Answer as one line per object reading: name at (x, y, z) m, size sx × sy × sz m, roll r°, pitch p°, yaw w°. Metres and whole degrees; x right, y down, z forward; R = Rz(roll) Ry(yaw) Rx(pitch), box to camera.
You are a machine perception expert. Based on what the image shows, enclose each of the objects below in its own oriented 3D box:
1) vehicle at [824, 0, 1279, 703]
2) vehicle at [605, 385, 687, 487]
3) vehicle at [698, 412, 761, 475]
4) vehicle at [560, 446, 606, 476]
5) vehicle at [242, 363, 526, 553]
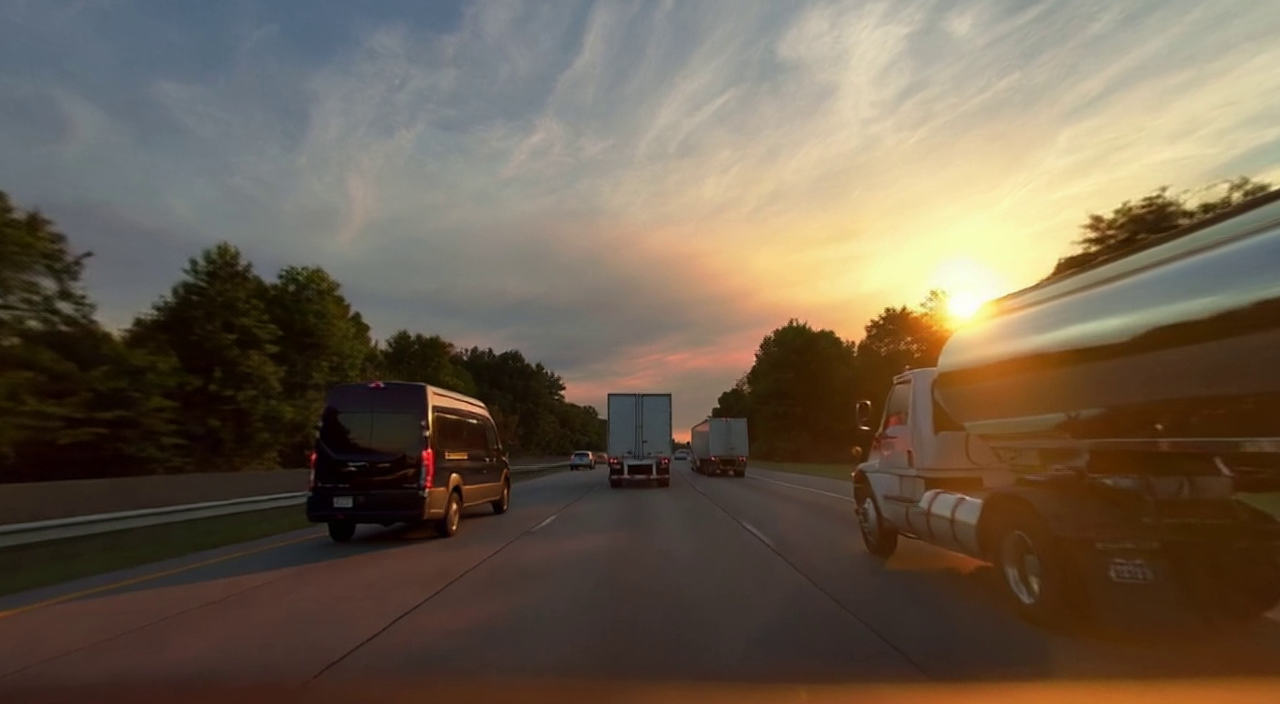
vehicle at (4.313, -0.241, 3.220) m, size 3.139 × 4.152 × 11.915 m, roll 0°, pitch -9°, yaw 0°
vehicle at (0.114, 3.567, 26.105) m, size 2.773 × 3.455 × 9.118 m, roll 0°, pitch -9°, yaw -1°
vehicle at (5.601, 6.081, 41.453) m, size 2.706 × 3.500 × 11.483 m, roll 0°, pitch -9°, yaw 1°
vehicle at (-3.262, 6.362, 37.026) m, size 2.134 × 1.652 × 4.439 m, roll 0°, pitch -9°, yaw 3°
vehicle at (-4.037, 1.915, 11.753) m, size 2.525 × 2.572 × 6.260 m, roll 0°, pitch -9°, yaw 1°
